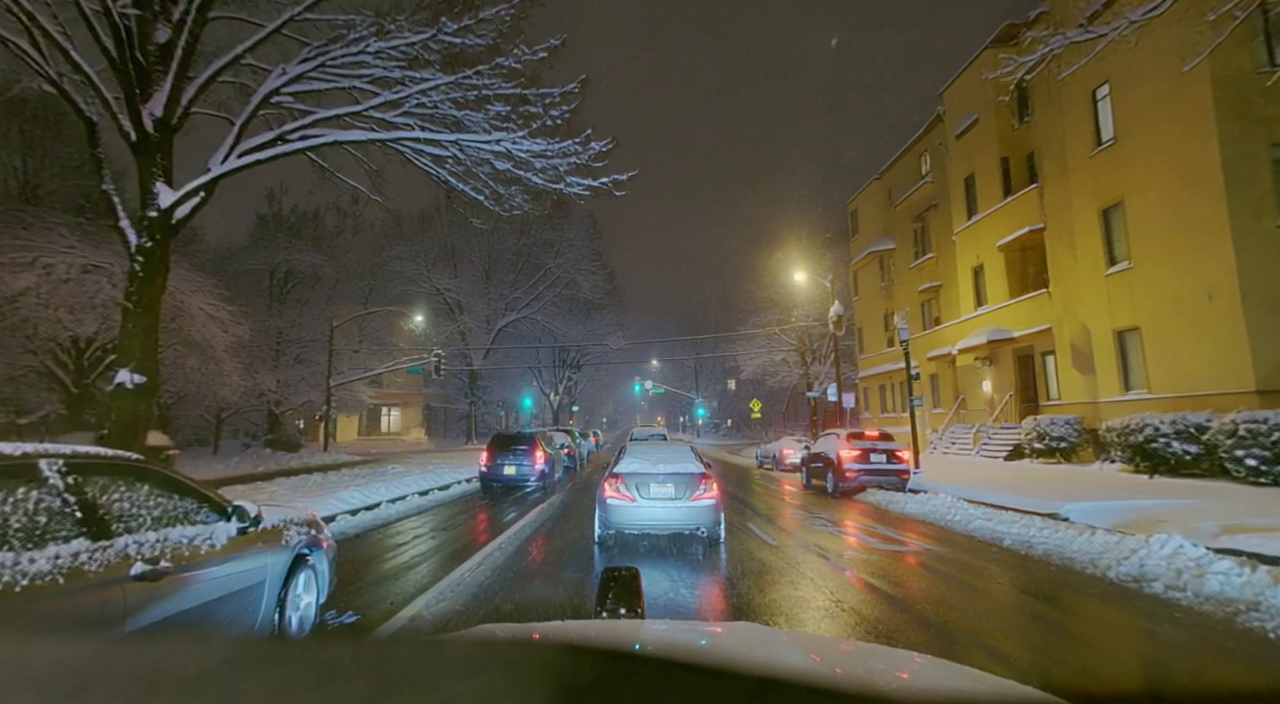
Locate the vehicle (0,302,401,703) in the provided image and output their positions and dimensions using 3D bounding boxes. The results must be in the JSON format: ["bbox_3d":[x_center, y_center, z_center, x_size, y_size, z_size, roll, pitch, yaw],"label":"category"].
[{"bbox_3d":[-3.270,0.928,3.387,2.152,1.802,4.628,0,-9,0],"label":"vehicle"}]

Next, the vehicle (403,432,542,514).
[{"bbox_3d":[-3.514,2.625,14.240,1.901,1.522,4.556,0,-9,0],"label":"vehicle"}]

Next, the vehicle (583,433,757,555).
[{"bbox_3d":[0.270,1.996,9.578,2.095,1.438,3.843,0,-9,-3],"label":"vehicle"}]

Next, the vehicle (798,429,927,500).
[{"bbox_3d":[6.338,3.255,18.681,2.025,1.808,4.579,0,-9,-2],"label":"vehicle"}]
